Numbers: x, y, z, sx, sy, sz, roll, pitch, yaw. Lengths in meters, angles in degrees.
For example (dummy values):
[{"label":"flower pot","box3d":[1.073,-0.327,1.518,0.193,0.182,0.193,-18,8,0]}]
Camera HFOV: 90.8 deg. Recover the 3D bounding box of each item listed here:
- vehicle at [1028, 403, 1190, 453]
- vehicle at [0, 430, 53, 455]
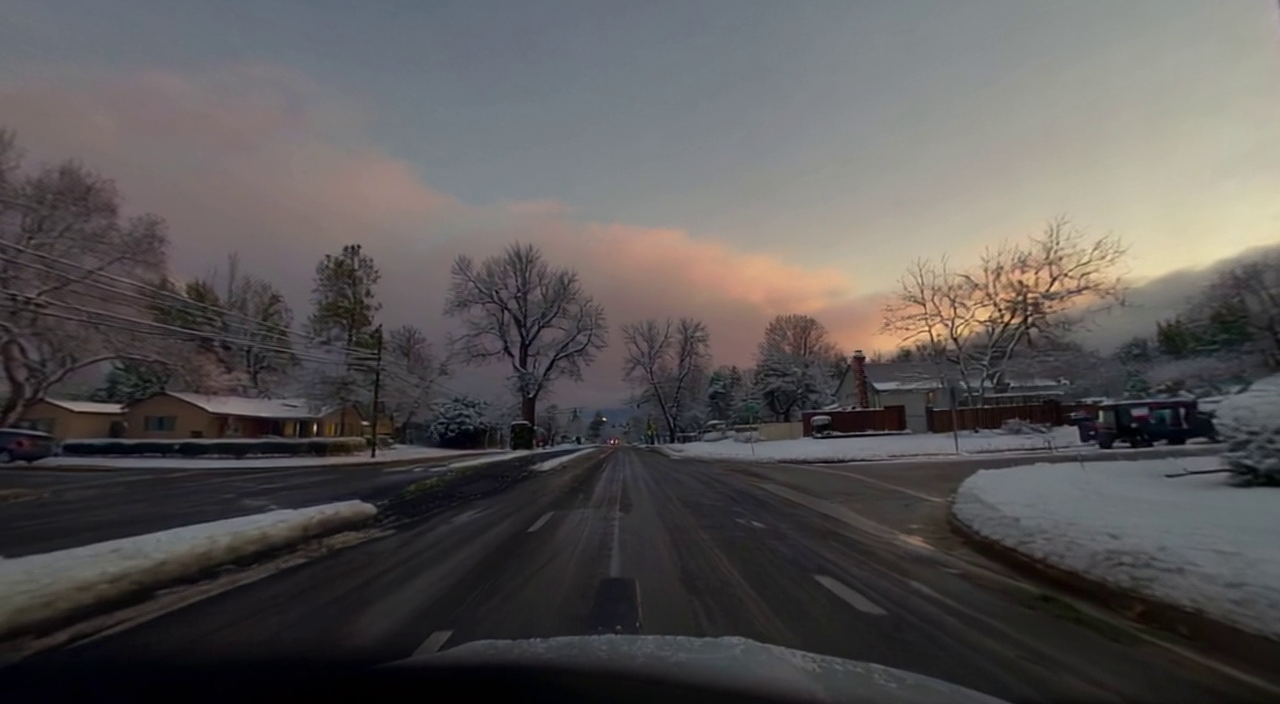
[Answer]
[{"label":"vehicle","box3d":[18.345,3.032,24.910,4.698,1.583,2.081,2,-11,0]},{"label":"vehicle","box3d":[-40.253,5.825,40.408,1.803,1.422,3.596,0,-10,1]}]
